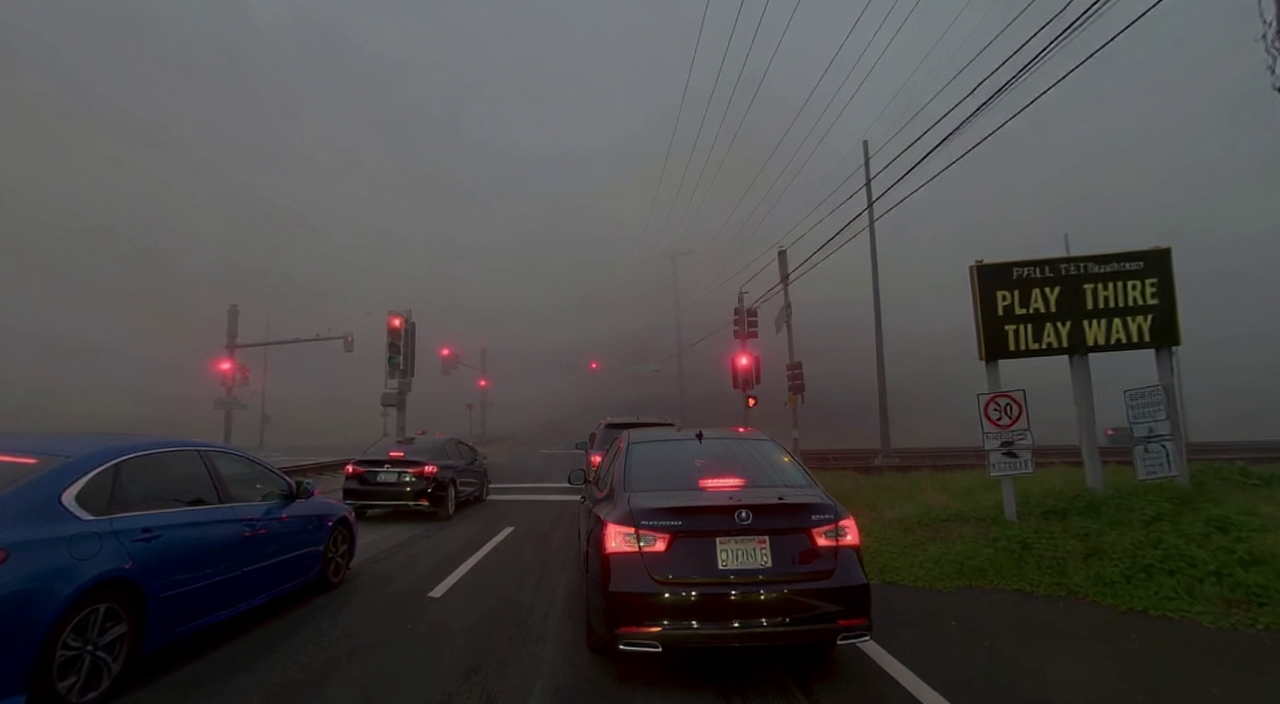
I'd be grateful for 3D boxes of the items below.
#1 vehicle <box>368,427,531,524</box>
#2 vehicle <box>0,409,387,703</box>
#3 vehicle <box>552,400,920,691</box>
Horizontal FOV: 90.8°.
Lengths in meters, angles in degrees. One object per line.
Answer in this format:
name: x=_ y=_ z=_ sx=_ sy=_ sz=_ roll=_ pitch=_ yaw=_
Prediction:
vehicle: x=-3.366 y=2.257 z=12.070 sx=1.984 sy=1.505 sz=4.047 roll=0 pitch=-9 yaw=-2
vehicle: x=-3.715 y=1.255 z=4.495 sx=1.956 sy=1.468 sz=4.585 roll=0 pitch=-9 yaw=-1
vehicle: x=0.406 y=1.329 z=5.455 sx=1.998 sy=1.529 sz=3.960 roll=1 pitch=-9 yaw=-4
